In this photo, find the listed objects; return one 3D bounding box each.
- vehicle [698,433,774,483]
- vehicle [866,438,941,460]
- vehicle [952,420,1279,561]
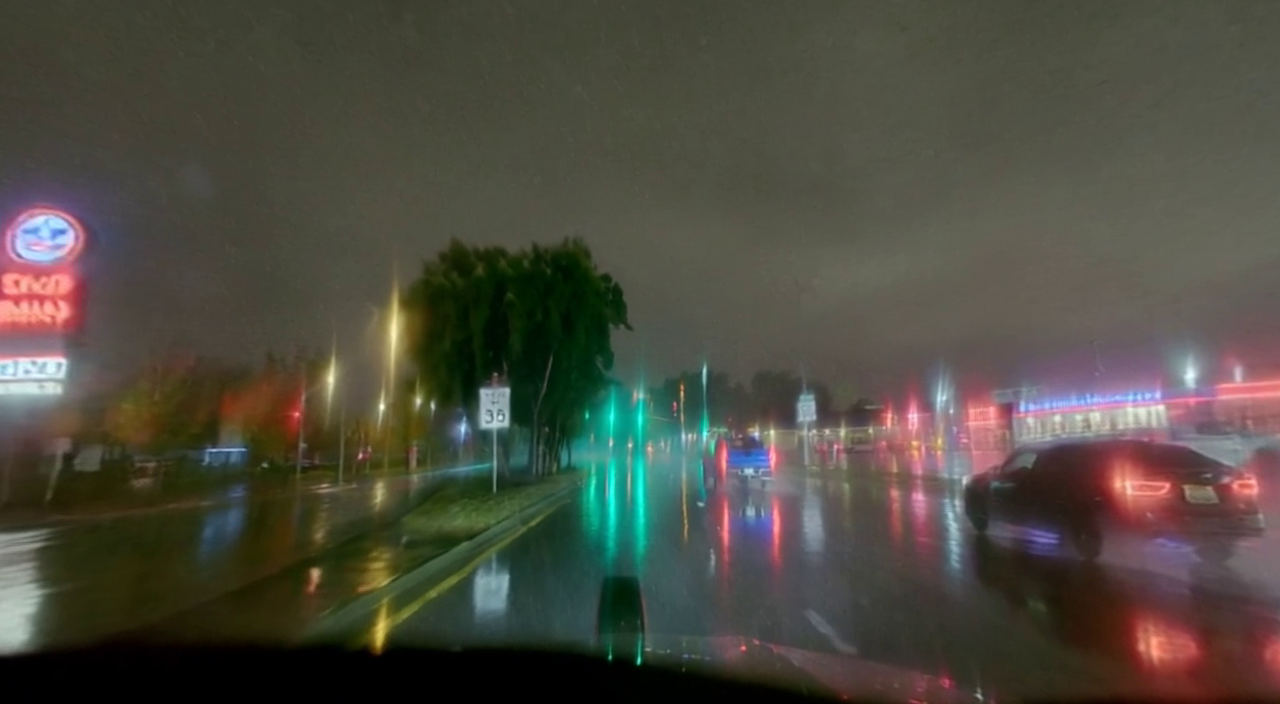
[{"bbox_3d":[3.642,4.133,24.914,2.214,1.749,4.998,0,-9,0],"label":"vehicle"},{"bbox_3d":[18.204,6.749,43.782,4.337,1.447,1.933,0,-9,0],"label":"vehicle"},{"bbox_3d":[6.549,1.808,8.942,1.986,1.480,4.296,0,-9,-1],"label":"vehicle"}]
